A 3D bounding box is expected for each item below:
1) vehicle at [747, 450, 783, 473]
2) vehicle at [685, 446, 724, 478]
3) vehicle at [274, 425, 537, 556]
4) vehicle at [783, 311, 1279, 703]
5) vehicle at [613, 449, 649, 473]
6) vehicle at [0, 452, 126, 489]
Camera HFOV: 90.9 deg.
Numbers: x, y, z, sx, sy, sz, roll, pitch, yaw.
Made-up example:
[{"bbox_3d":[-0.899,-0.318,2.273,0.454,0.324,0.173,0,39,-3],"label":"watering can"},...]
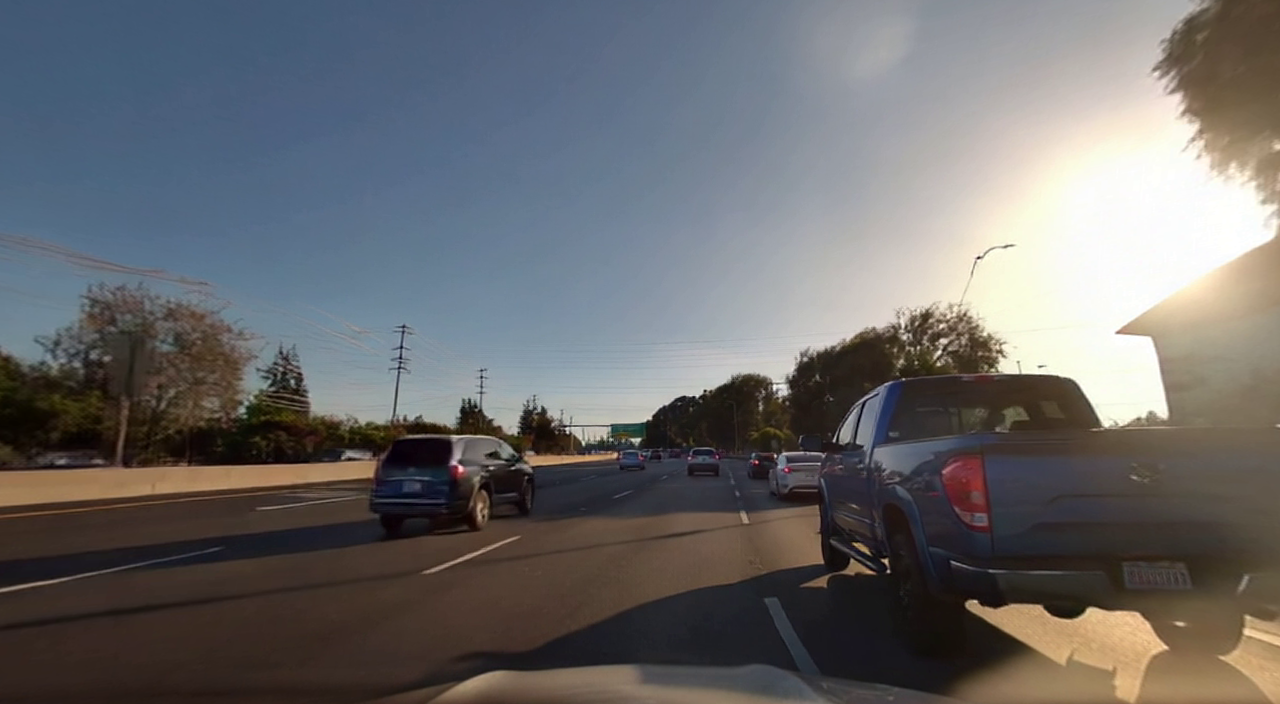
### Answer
[{"bbox_3d":[8.710,7.660,44.347,2.072,1.456,4.537,-1,-8,6],"label":"vehicle"},{"bbox_3d":[3.747,6.266,36.285,2.080,1.682,4.150,-1,-8,7],"label":"vehicle"},{"bbox_3d":[-3.560,2.182,10.787,2.209,1.714,4.576,-1,-8,8],"label":"vehicle"},{"bbox_3d":[3.348,1.321,6.526,3.024,2.092,6.797,-1,-8,8],"label":"vehicle"},{"bbox_3d":[-0.565,7.598,44.193,2.119,1.478,4.644,-1,-8,5],"label":"vehicle"},{"bbox_3d":[-28.917,5.770,31.148,2.026,1.607,5.372,-1,-8,8],"label":"vehicle"}]
